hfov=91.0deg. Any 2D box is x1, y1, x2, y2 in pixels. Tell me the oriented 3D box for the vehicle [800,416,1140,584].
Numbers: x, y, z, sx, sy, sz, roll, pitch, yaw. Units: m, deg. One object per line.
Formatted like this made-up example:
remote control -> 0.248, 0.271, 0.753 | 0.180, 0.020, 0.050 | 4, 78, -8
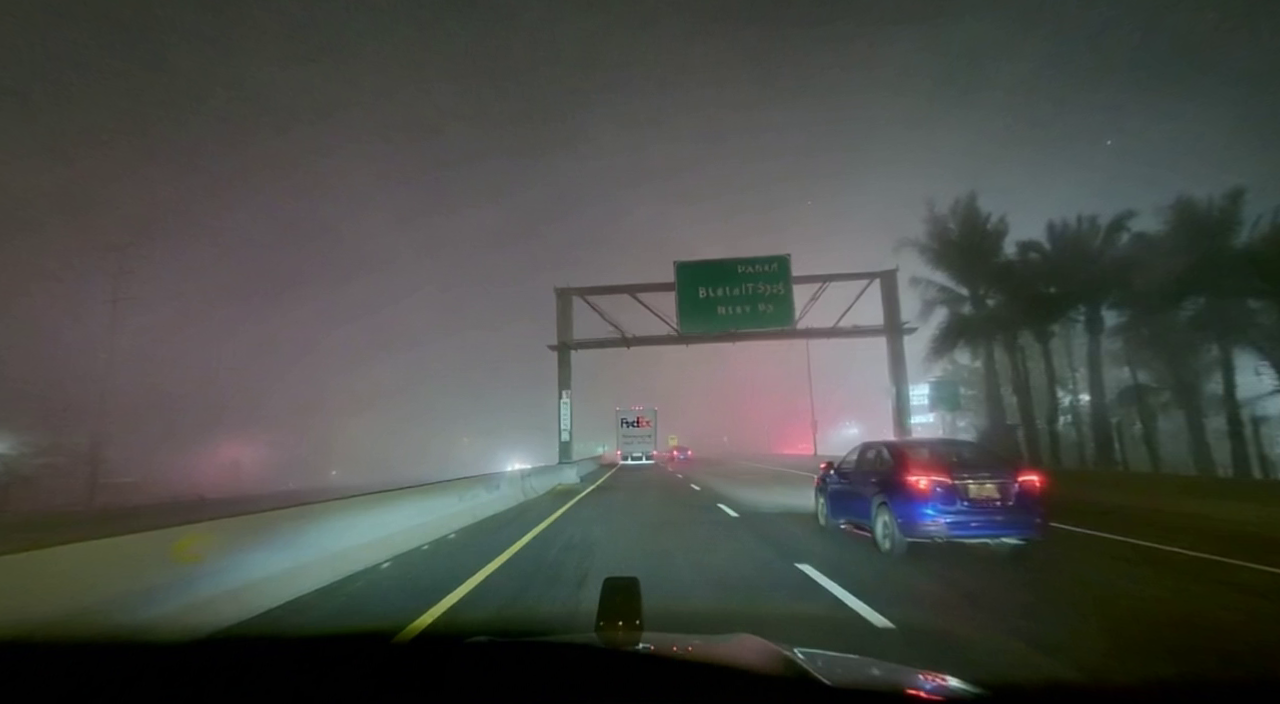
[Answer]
vehicle -> 3.660, 1.725, 8.110 | 1.966, 1.558, 4.238 | 0, -9, -2
